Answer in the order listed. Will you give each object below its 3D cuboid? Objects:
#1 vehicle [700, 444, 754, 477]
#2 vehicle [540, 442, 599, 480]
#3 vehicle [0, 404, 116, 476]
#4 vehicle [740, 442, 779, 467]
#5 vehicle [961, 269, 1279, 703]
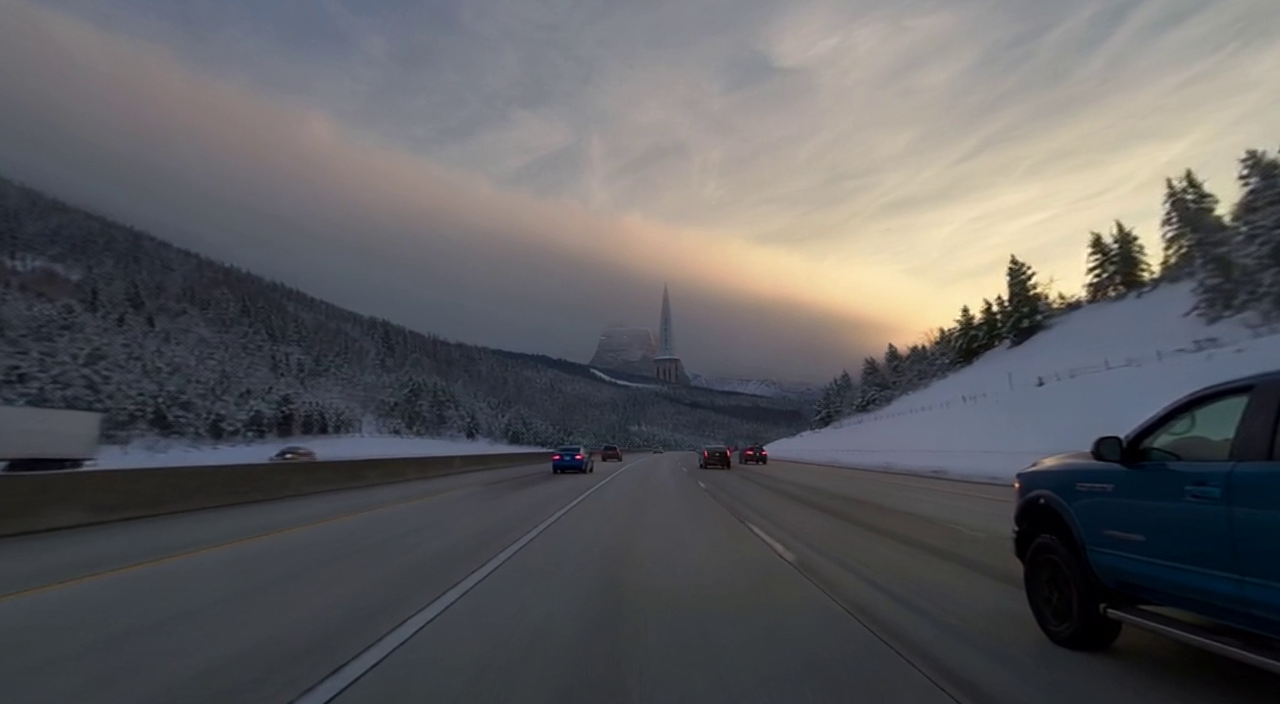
[{"bbox_3d":[4.183,5.299,31.152,2.046,1.471,4.333,0,-8,0],"label":"vehicle"},{"bbox_3d":[-3.283,5.173,30.255,2.113,1.636,4.494,-1,-8,2],"label":"vehicle"},{"bbox_3d":[-38.287,5.025,36.075,2.910,4.089,15.404,-1,-8,2],"label":"vehicle"},{"bbox_3d":[8.560,7.384,45.604,1.986,1.633,4.430,0,-8,0],"label":"vehicle"},{"bbox_3d":[3.435,0.611,2.048,2.098,1.925,5.171,0,-8,1],"label":"vehicle"}]
